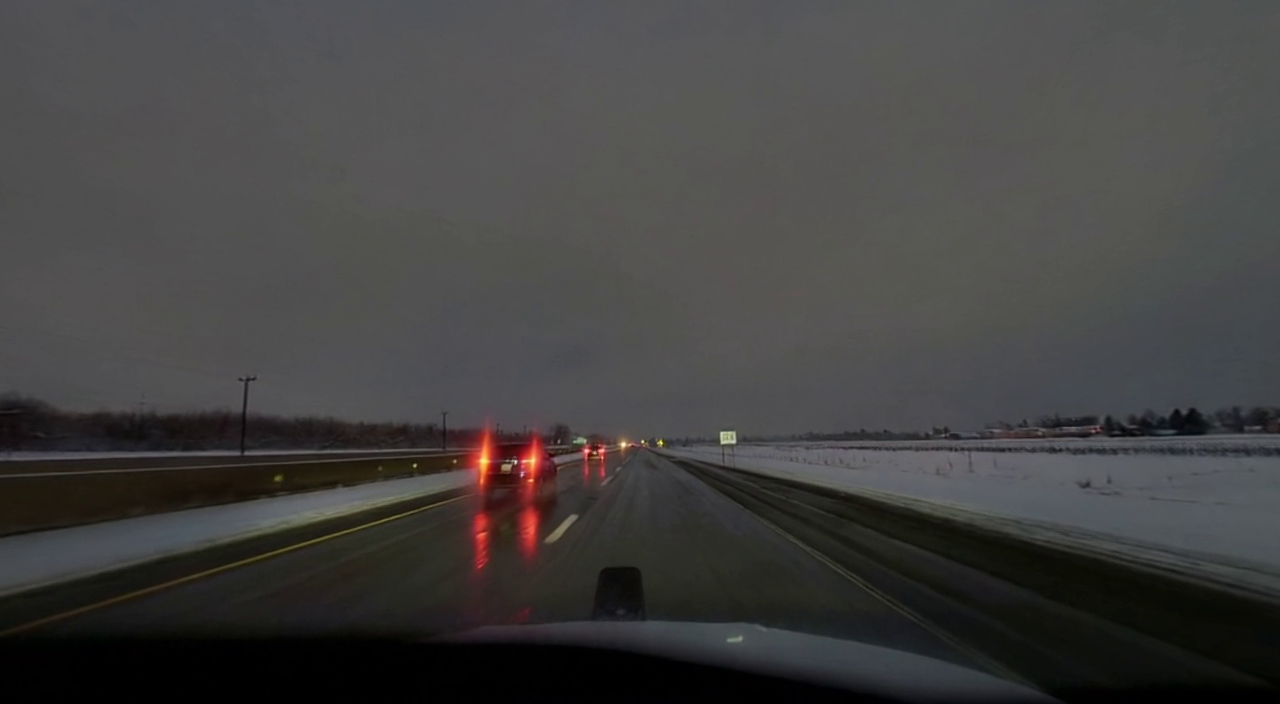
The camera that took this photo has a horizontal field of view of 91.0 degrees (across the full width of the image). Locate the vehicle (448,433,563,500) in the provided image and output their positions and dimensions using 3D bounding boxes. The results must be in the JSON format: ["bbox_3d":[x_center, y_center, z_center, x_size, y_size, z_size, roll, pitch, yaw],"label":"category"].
[{"bbox_3d":[-3.457,3.045,17.110,2.195,1.573,4.176,0,-9,0],"label":"vehicle"}]

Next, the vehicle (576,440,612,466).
[{"bbox_3d":[-3.094,6.977,43.496,2.133,1.683,4.340,0,-9,1],"label":"vehicle"}]
